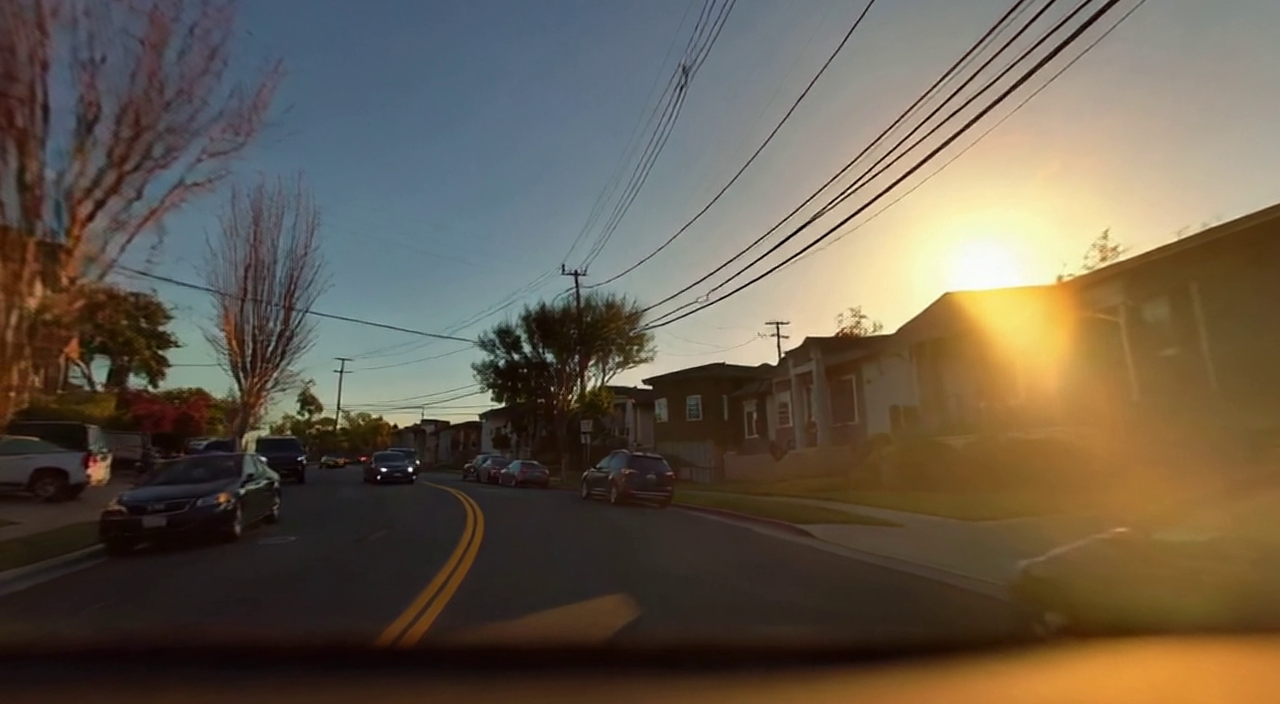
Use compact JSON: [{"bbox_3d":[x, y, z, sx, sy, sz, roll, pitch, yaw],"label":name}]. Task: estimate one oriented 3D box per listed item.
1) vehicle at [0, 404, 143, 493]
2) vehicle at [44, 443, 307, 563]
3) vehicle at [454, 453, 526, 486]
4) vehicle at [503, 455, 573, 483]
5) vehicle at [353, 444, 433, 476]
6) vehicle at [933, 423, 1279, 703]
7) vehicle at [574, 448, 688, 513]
[{"bbox_3d":[-15.556,2.236,14.613,5.822,1.956,2.355,4,-9,-24],"label":"vehicle"},{"bbox_3d":[-7.903,2.514,11.457,2.023,1.674,4.556,1,-9,-12],"label":"vehicle"},{"bbox_3d":[-8.020,6.192,33.522,1.923,1.531,4.568,8,-12,-37],"label":"vehicle"},{"bbox_3d":[-6.592,7.587,41.153,2.023,1.586,4.163,-9,-11,42],"label":"vehicle"},{"bbox_3d":[-17.077,7.445,43.544,5.504,1.869,2.449,-7,-17,38],"label":"vehicle"},{"bbox_3d":[3.191,0.978,2.094,2.078,1.484,4.589,0,-9,-2],"label":"vehicle"},{"bbox_3d":[-0.428,3.771,19.129,1.994,1.682,4.750,4,-9,-19],"label":"vehicle"}]
